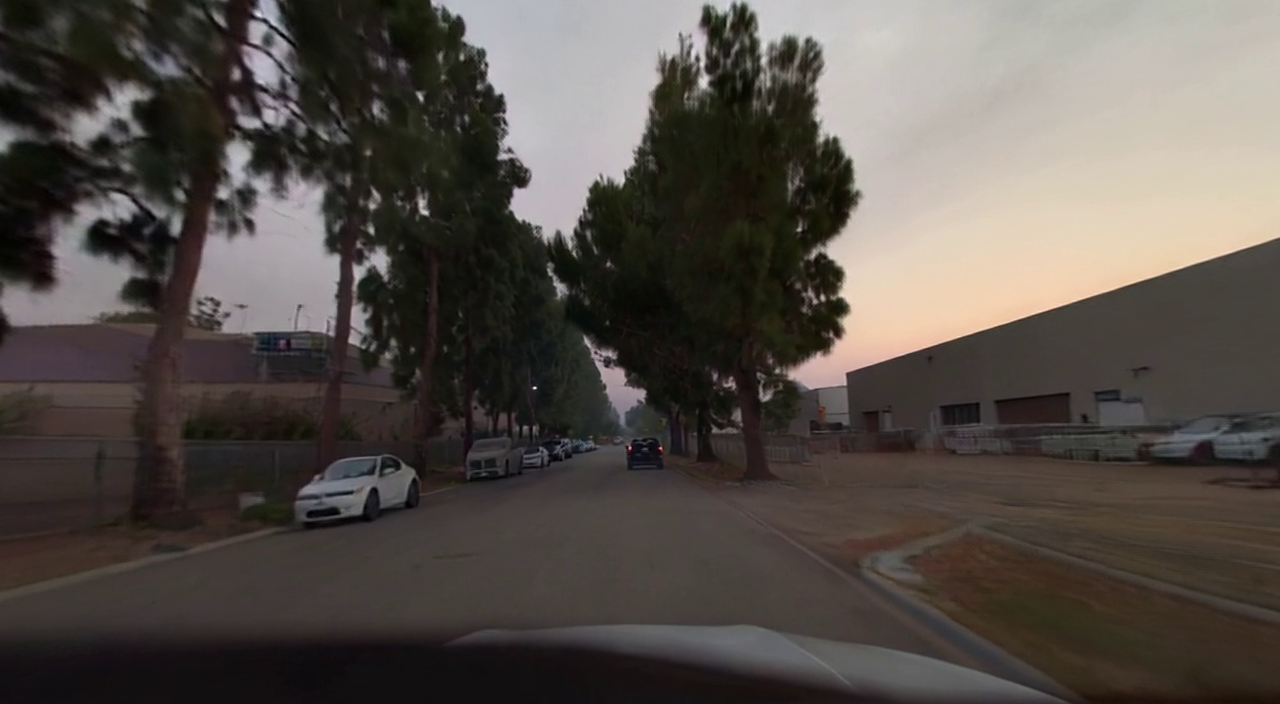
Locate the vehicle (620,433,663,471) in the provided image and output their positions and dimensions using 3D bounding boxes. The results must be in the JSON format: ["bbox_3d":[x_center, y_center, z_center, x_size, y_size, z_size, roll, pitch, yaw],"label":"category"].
[{"bbox_3d":[0.068,5.303,33.580,2.152,1.874,4.042,0,-8,-1],"label":"vehicle"}]

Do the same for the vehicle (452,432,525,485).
[{"bbox_3d":[-6.543,4.687,27.787,2.005,1.989,4.929,-3,-9,0],"label":"vehicle"}]

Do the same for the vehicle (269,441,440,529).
[{"bbox_3d":[-5.968,2.835,13.809,1.938,1.500,4.130,-3,-10,-2],"label":"vehicle"}]
